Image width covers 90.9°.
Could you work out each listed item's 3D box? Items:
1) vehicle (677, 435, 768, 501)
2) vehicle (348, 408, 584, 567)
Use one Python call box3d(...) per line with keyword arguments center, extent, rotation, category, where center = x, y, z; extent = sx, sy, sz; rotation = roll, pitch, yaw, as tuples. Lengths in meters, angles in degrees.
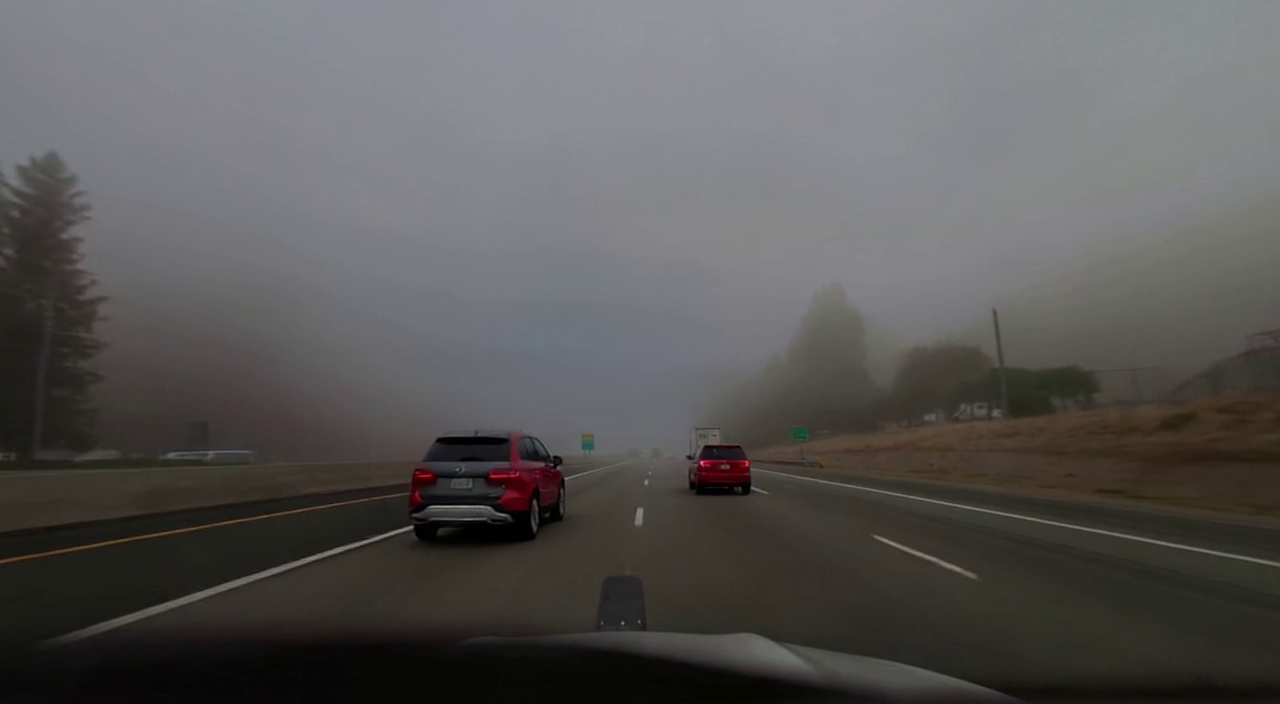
box3d(center=(2.269, 3.348, 18.529), extent=(2.087, 1.682, 4.388), rotation=(0, -9, 0), category="vehicle")
box3d(center=(-2.215, 1.919, 9.628), extent=(2.139, 1.804, 4.611), rotation=(-1, -9, 2), category="vehicle")
